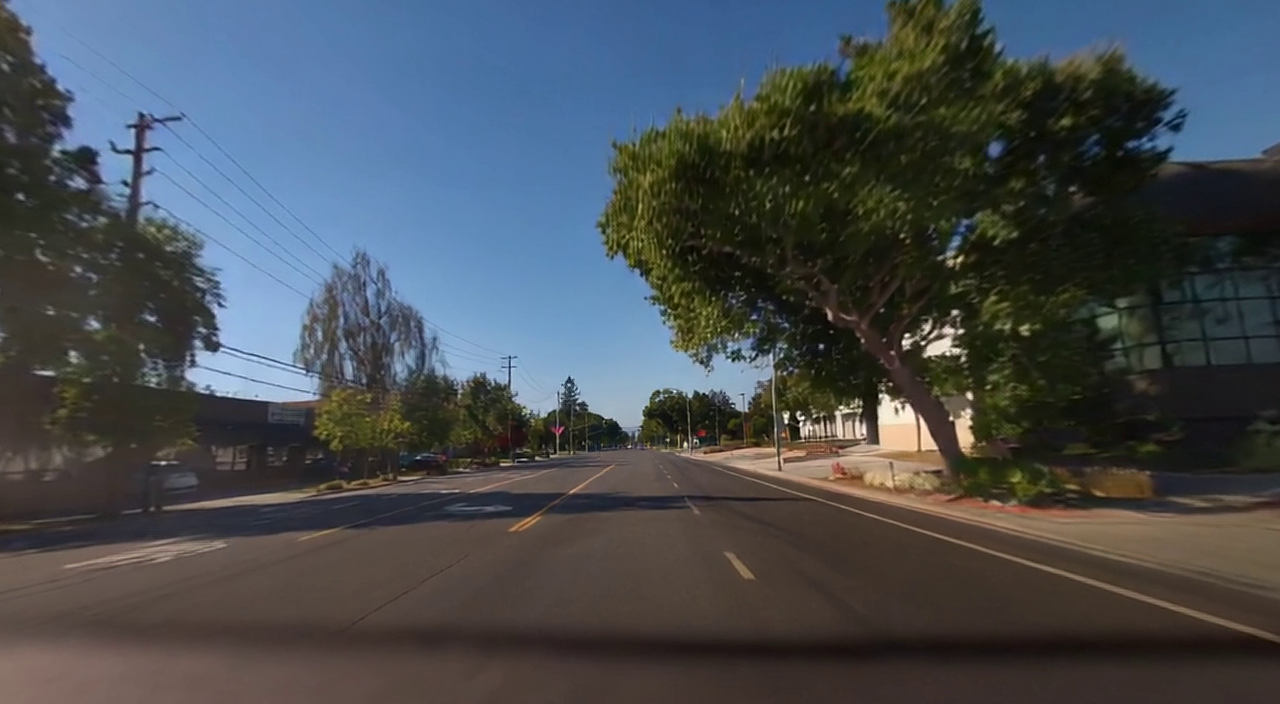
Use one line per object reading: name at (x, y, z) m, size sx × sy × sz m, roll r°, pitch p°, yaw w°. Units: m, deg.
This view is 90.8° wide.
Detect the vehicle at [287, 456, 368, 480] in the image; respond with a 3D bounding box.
vehicle at (-21.586, 8.019, 43.783) m, size 1.859 × 1.461 × 4.646 m, roll -9°, pitch -12°, yaw 44°

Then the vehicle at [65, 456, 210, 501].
vehicle at (-21.454, 5.412, 27.120) m, size 4.530 × 1.759 × 1.943 m, roll -1°, pitch -9°, yaw 1°
